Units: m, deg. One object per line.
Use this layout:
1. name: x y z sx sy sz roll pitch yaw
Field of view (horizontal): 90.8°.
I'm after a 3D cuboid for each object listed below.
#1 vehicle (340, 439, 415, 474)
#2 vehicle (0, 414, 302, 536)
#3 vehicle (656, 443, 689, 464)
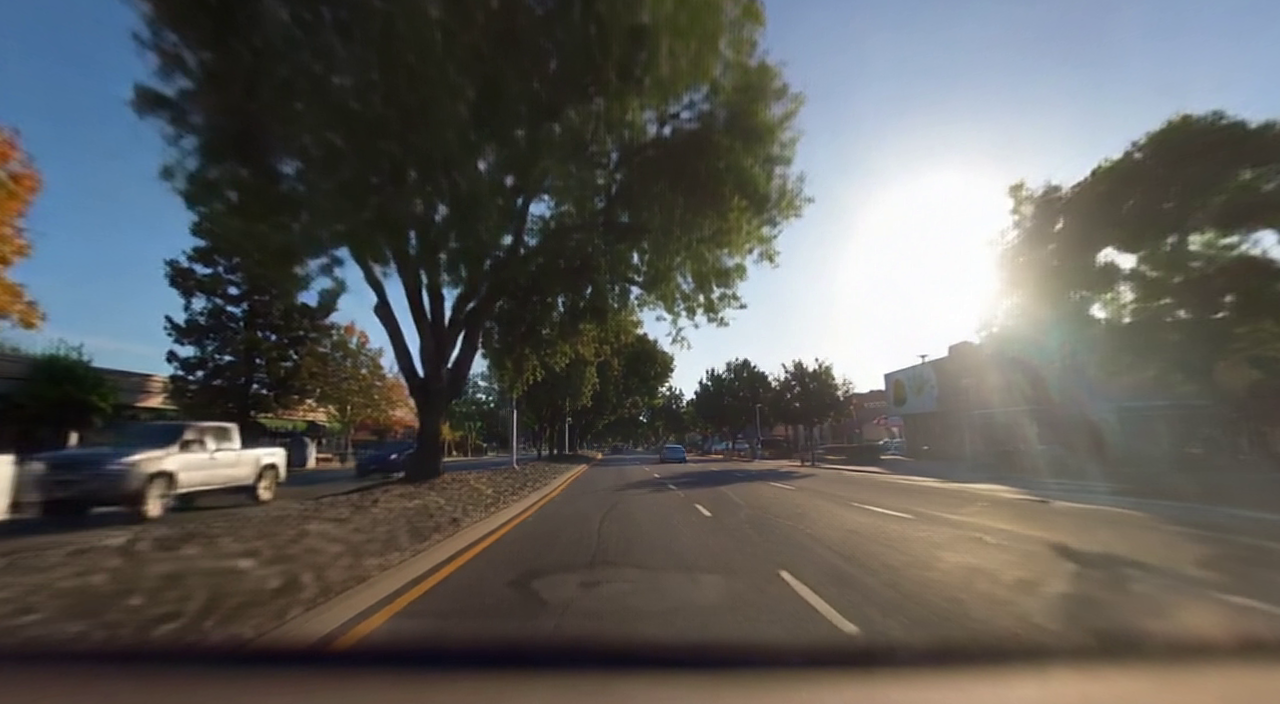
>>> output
1. vehicle: -13.667 5.431 33.171 2.123 1.692 4.419 0 -9 -2
2. vehicle: -8.727 2.150 12.003 2.016 1.766 5.155 0 -7 -4
3. vehicle: 2.419 7.670 47.786 1.913 1.473 4.360 1 -9 -5
